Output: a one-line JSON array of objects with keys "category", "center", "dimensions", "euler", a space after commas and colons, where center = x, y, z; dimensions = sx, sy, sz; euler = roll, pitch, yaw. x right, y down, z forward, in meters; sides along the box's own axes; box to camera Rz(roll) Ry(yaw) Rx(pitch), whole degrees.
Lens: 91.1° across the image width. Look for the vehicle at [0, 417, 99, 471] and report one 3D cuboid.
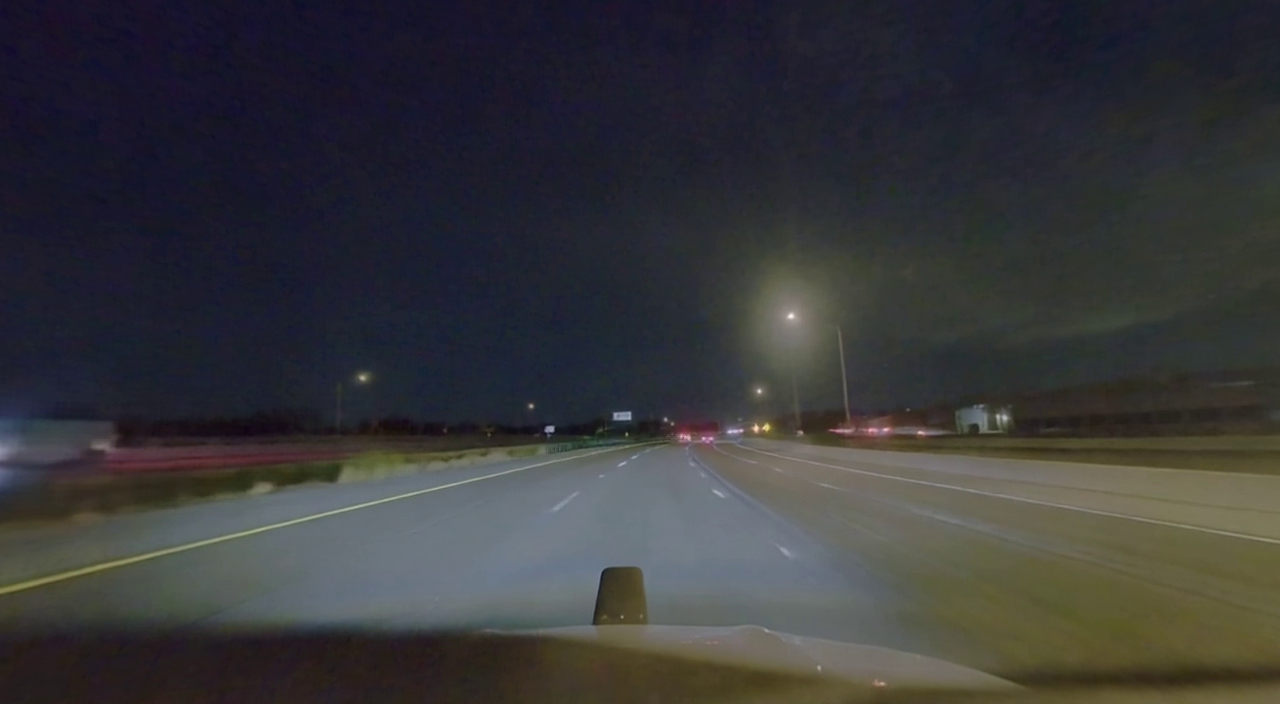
[{"category": "vehicle", "center": [-25.690, 3.792, 25.813], "dimensions": [2.140, 2.045, 5.144], "euler": [-1, -8, 2]}]
